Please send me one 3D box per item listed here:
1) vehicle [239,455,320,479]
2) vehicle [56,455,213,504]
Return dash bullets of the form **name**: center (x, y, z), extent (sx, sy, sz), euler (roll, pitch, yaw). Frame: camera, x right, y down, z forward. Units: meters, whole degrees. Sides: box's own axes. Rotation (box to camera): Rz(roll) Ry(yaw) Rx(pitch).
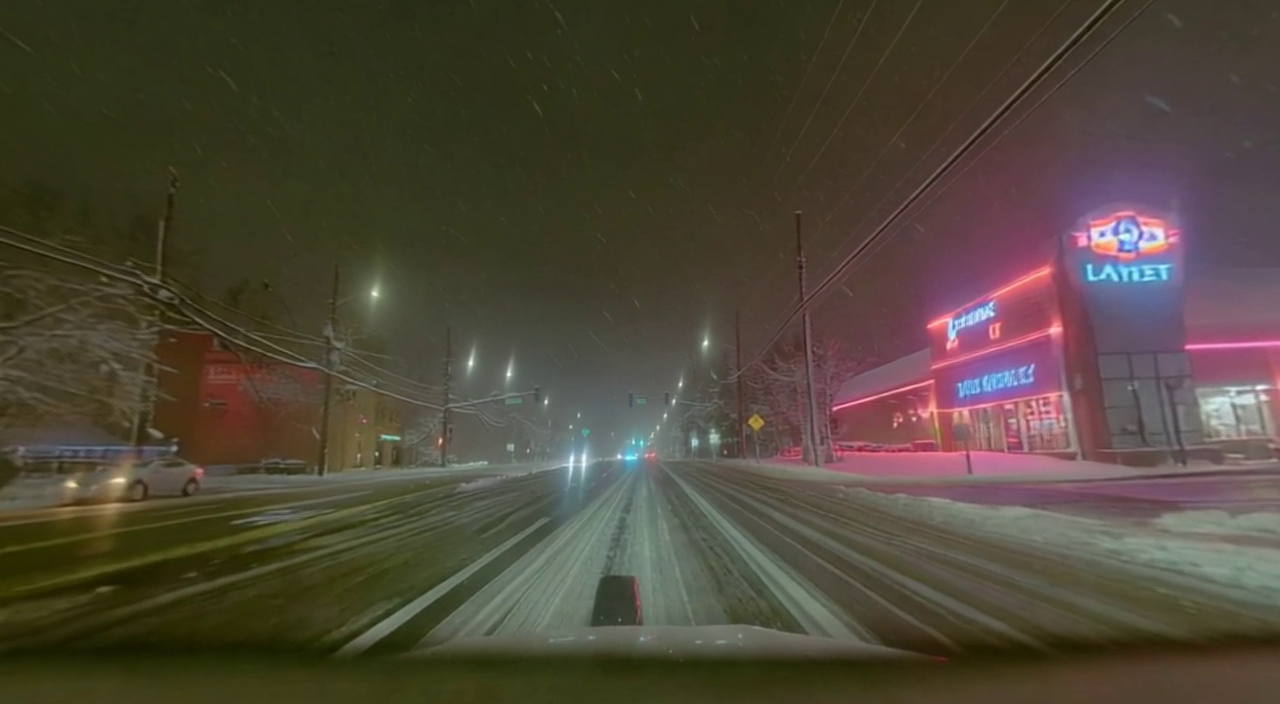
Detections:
- **vehicle**: center (-25.185, 8.026, 44.052), extent (4.423, 1.583, 1.861), euler (1, -9, -7)
- **vehicle**: center (-18.209, 4.584, 23.045), extent (1.938, 1.465, 4.744), euler (-2, -8, -2)
